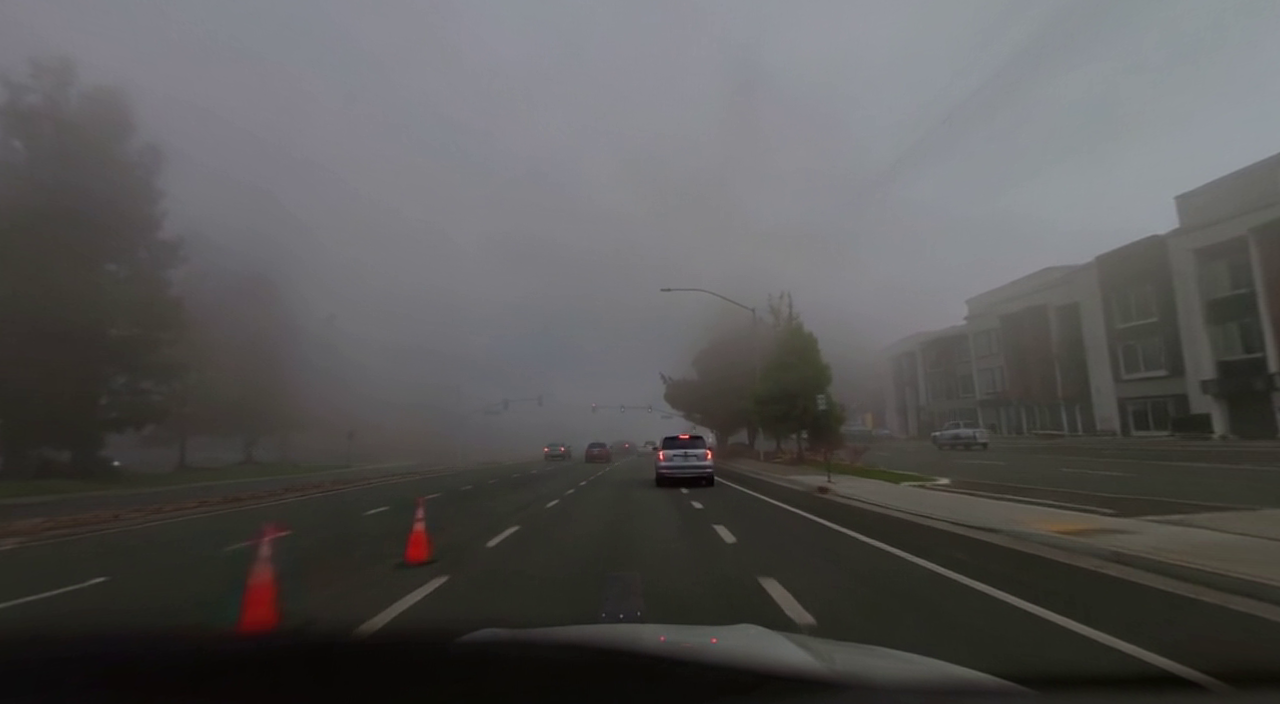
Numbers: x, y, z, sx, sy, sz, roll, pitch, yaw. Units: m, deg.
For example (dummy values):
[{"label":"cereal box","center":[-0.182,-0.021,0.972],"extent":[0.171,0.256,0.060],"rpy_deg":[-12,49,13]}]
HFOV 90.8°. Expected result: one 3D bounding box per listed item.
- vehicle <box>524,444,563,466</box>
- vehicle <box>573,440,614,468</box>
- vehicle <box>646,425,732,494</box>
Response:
[{"label":"vehicle","center":[-6.862,7.354,45.451],"extent":[1.928,1.488,4.635],"rpy_deg":[0,-8,2]},{"label":"vehicle","center":[-2.826,6.322,39.378],"extent":[2.121,1.654,3.993],"rpy_deg":[0,-8,1]},{"label":"vehicle","center":[1.325,3.189,19.047],"extent":[2.197,1.835,4.316],"rpy_deg":[0,-8,0]}]
